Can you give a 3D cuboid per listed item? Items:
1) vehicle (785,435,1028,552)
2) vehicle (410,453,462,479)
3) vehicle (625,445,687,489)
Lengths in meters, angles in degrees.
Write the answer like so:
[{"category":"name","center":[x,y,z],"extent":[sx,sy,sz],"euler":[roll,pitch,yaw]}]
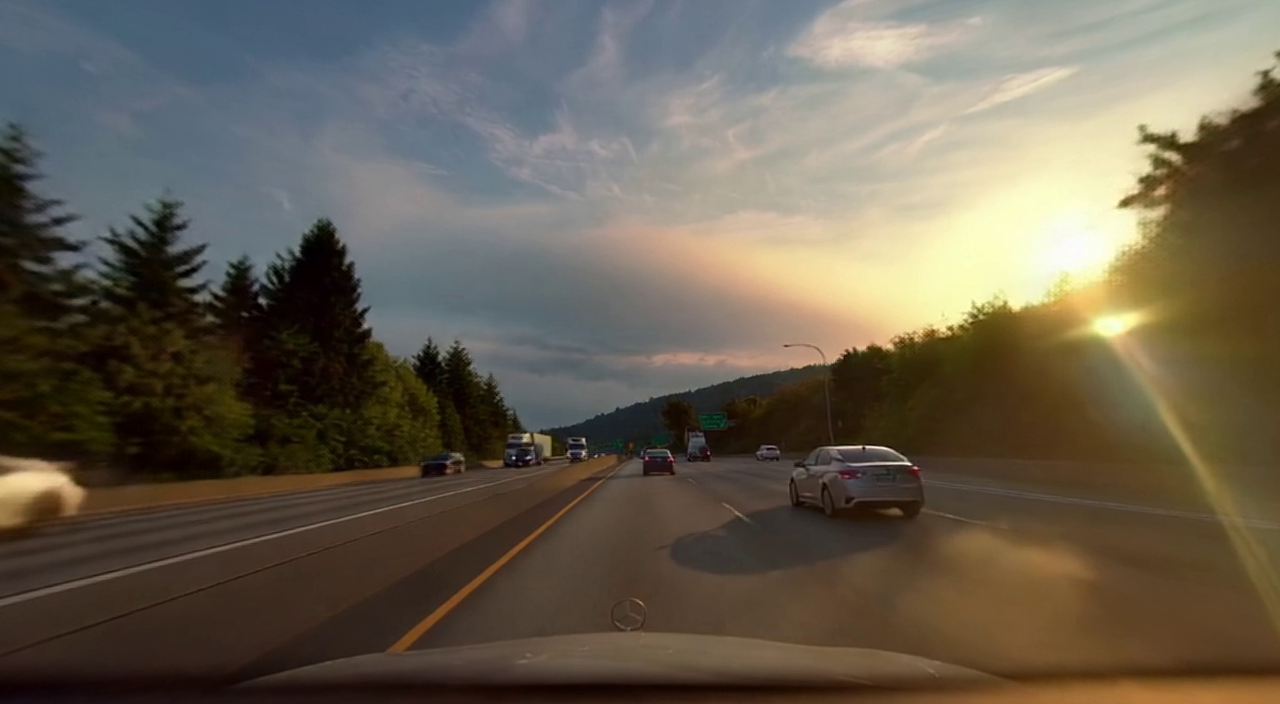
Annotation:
[{"category":"vehicle","center":[3.939,2.165,10.311],"extent":[2.029,1.475,4.279],"euler":[0,-9,-1]},{"category":"vehicle","center":[-14.061,7.843,43.665],"extent":[2.095,1.670,4.187],"euler":[-1,-9,2]},{"category":"vehicle","center":[0.571,4.366,24.309],"extent":[2.177,1.520,4.278],"euler":[0,-9,1]}]
